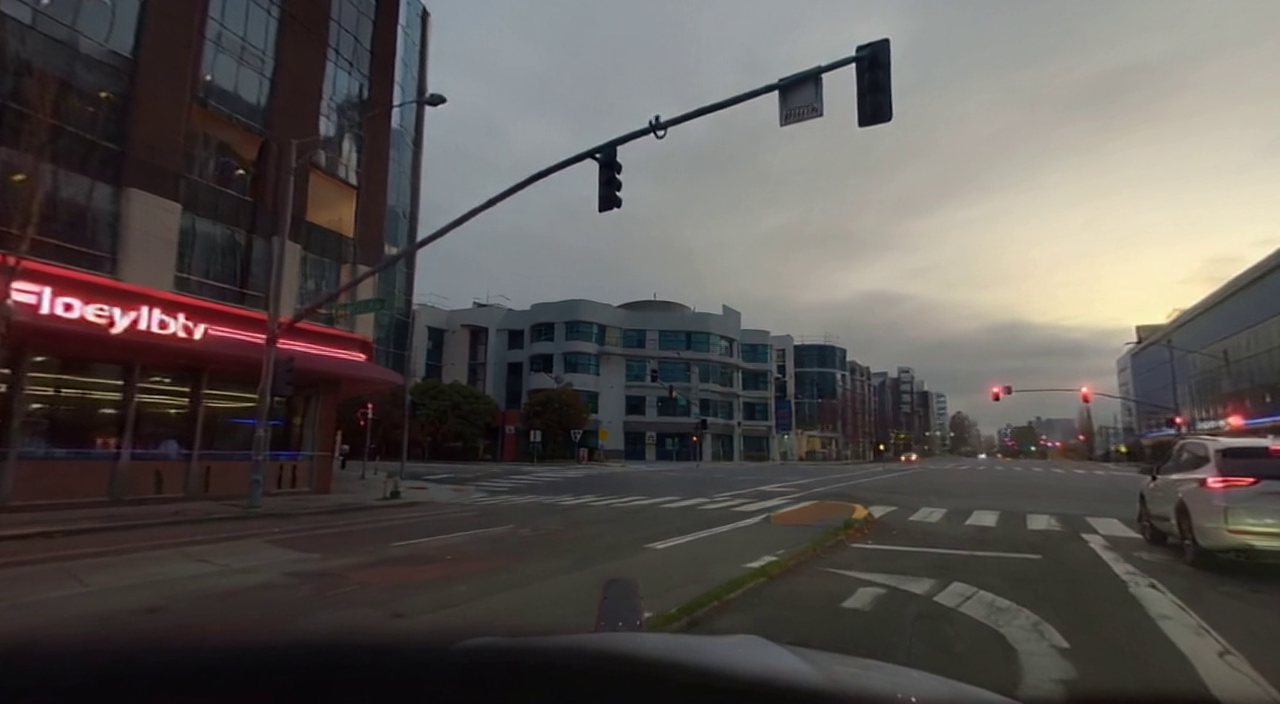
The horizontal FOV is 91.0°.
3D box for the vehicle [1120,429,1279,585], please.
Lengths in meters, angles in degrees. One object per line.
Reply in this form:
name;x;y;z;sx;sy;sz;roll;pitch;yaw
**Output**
vehicle;8.018;1.879;8.317;2.067;1.625;4.073;-5;-10;30
